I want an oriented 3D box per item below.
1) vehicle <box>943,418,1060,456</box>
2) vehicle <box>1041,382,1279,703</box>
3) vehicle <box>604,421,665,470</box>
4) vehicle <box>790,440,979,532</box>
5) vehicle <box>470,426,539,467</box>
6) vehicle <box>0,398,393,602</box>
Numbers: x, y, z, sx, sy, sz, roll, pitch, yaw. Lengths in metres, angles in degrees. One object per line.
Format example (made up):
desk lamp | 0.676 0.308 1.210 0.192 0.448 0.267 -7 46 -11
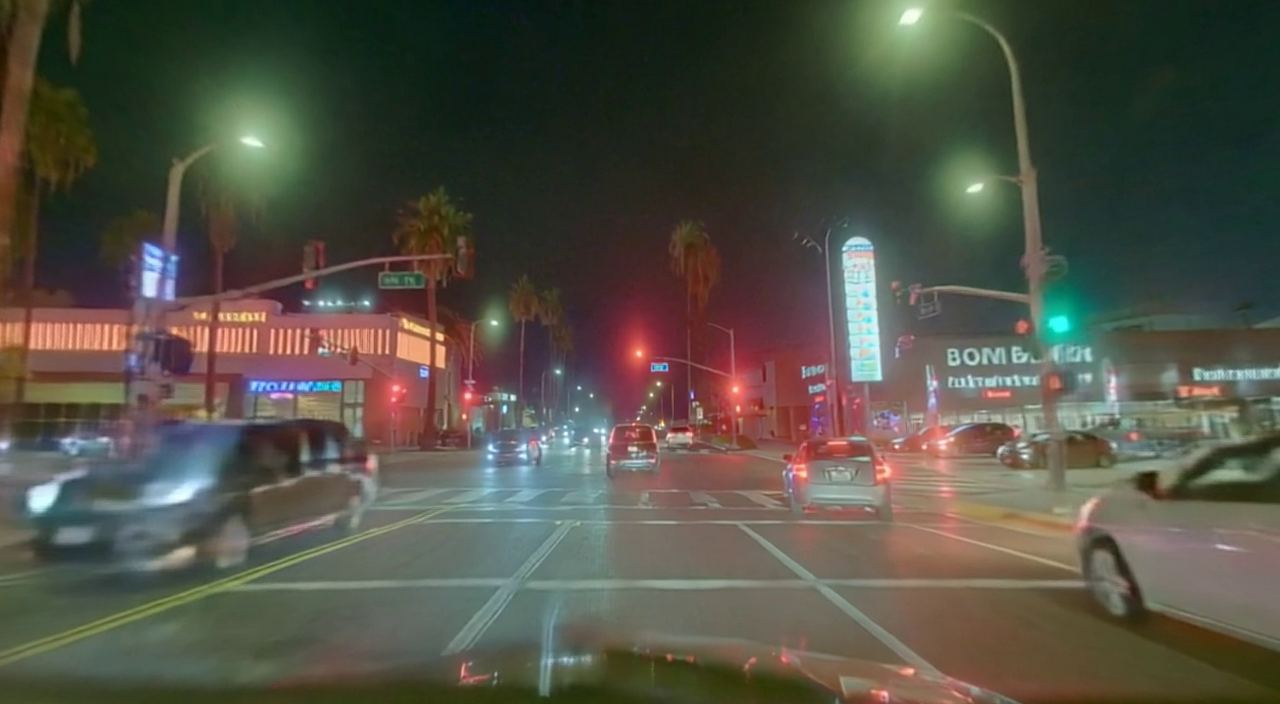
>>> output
vehicle | 17.030 4.040 29.932 4.304 1.685 1.947 0 -8 1
vehicle | 4.405 0.980 3.079 2.070 1.711 4.480 -1 -8 3
vehicle | -0.253 3.833 25.962 2.264 1.798 4.531 0 -8 -1
vehicle | 4.488 2.509 12.544 1.963 1.449 4.653 0 -8 1
vehicle | -5.954 4.230 28.318 2.040 1.670 4.508 0 -8 0
vehicle | -5.322 1.693 8.206 2.324 1.808 4.946 0 -8 -1
